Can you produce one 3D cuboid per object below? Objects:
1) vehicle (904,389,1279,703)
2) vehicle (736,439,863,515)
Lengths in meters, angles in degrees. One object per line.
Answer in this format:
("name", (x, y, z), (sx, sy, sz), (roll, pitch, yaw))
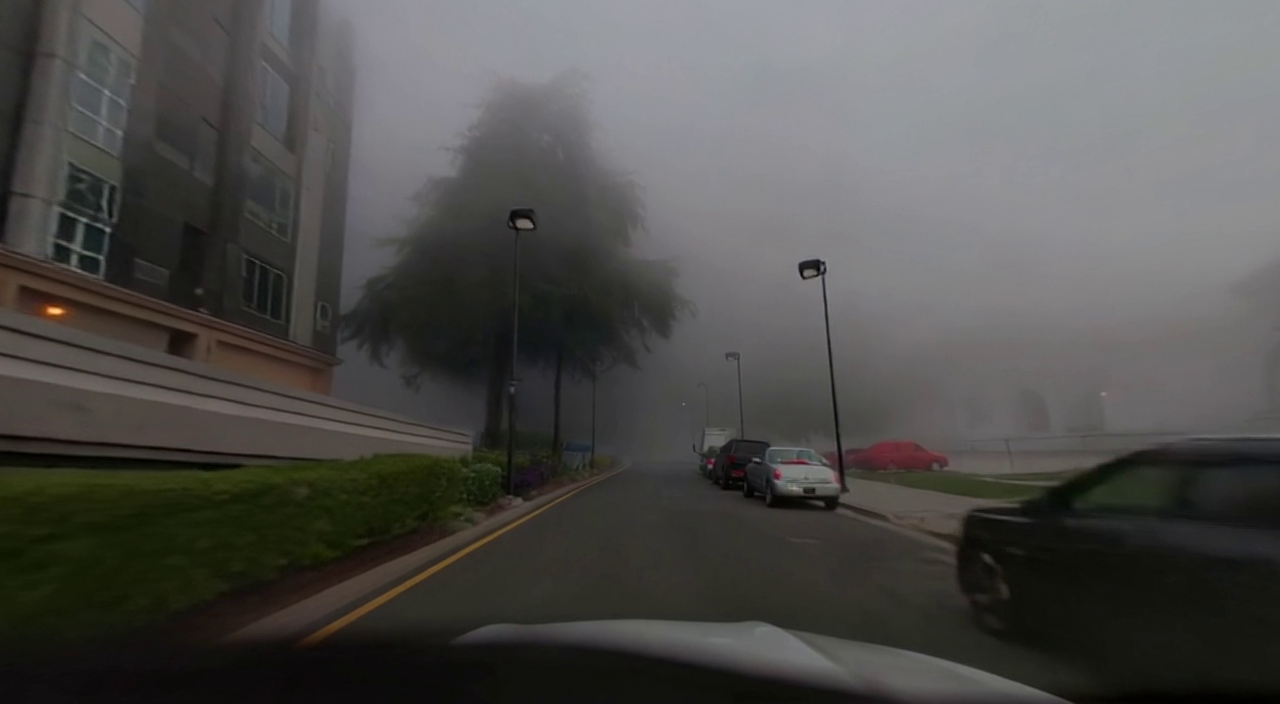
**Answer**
("vehicle", (3.200, 0.966, 2.802), (2.024, 1.475, 4.565), (0, -9, -1))
("vehicle", (3.434, 2.763, 14.475), (1.848, 1.442, 4.425), (-1, -9, 2))
